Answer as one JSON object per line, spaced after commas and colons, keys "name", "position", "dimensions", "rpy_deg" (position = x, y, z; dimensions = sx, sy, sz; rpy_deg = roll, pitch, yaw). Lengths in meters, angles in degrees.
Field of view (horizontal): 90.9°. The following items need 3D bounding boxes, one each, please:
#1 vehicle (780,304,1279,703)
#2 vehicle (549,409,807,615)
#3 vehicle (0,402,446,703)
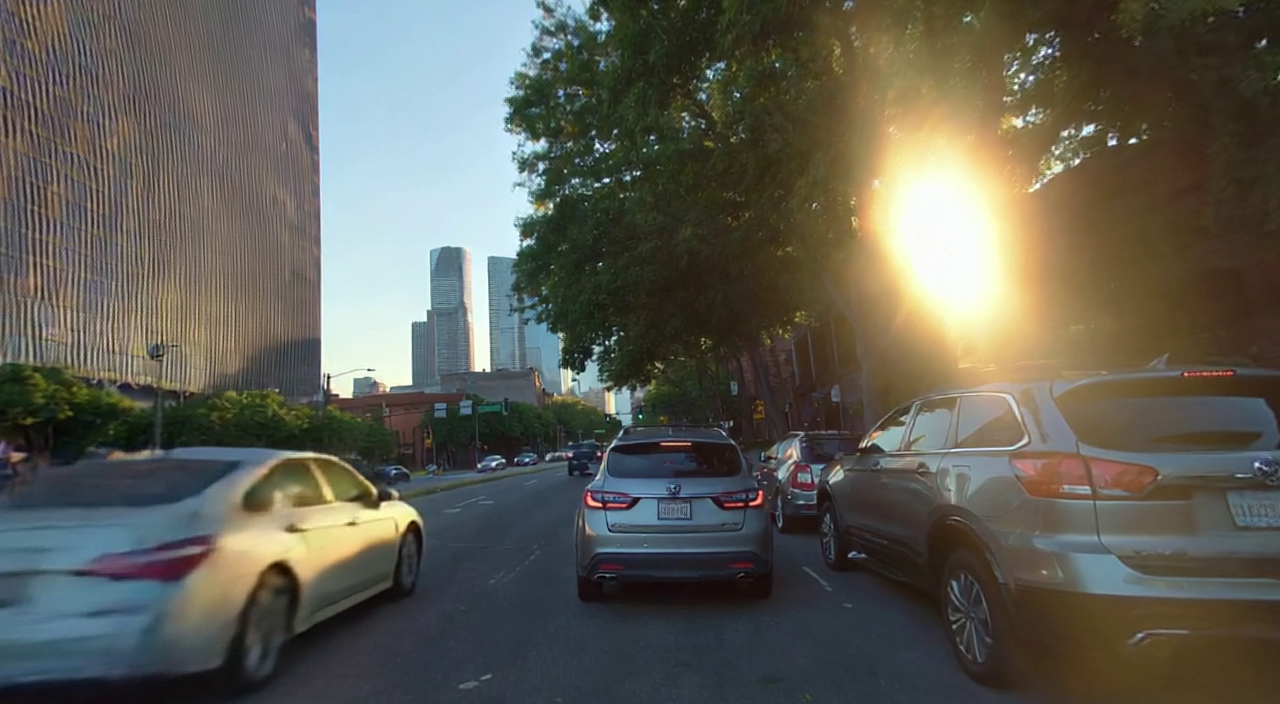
{"name": "vehicle", "position": [2.748, 1.078, 4.921], "dimensions": [2.117, 1.855, 4.794], "rpy_deg": [0, -9, -1]}
{"name": "vehicle", "position": [0.239, 1.543, 6.869], "dimensions": [2.045, 1.608, 3.573], "rpy_deg": [0, -9, -2]}
{"name": "vehicle", "position": [-3.046, 1.215, 4.020], "dimensions": [2.088, 1.483, 4.708], "rpy_deg": [0, -9, 0]}
